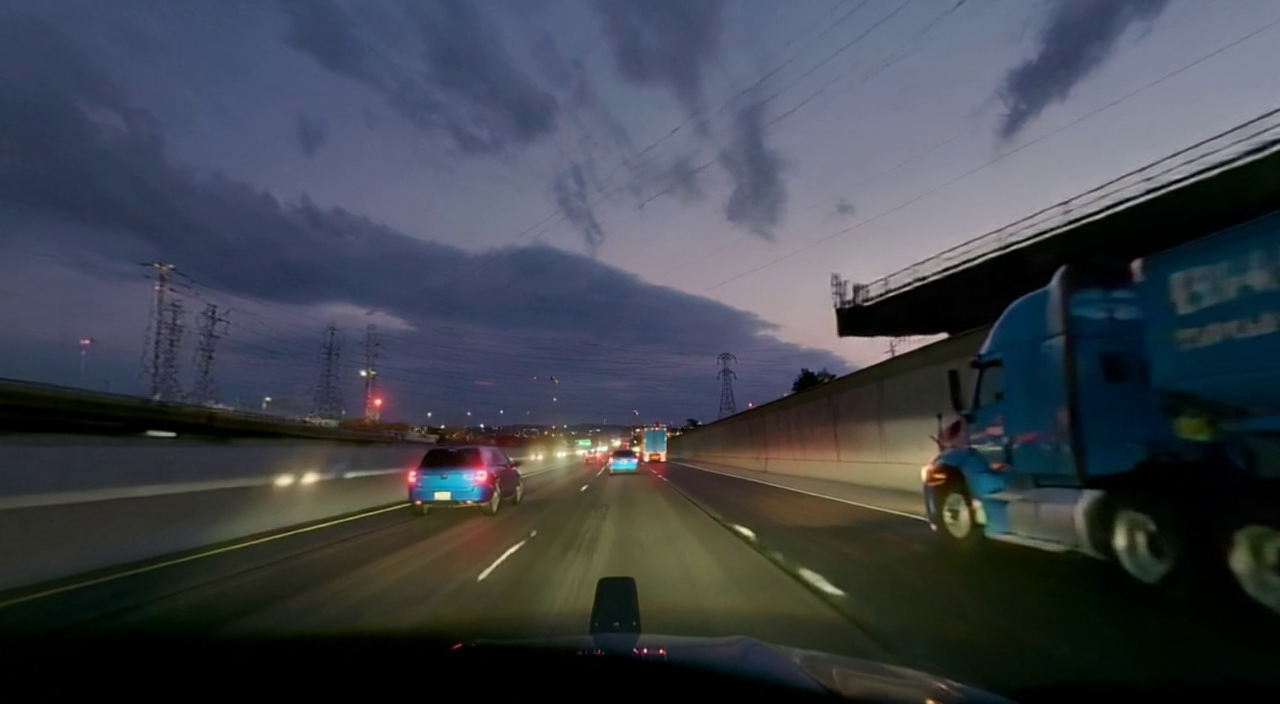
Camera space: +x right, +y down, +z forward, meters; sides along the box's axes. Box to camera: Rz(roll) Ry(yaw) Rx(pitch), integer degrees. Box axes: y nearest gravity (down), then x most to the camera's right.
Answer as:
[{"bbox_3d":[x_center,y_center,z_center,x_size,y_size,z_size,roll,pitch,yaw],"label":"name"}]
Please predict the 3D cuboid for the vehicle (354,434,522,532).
[{"bbox_3d":[-3.637,2.429,12.161,1.987,1.548,3.981,0,-9,-1],"label":"vehicle"}]

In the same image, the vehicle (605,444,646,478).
[{"bbox_3d":[-0.734,5.716,33.042,2.004,1.615,4.113,0,-9,-1],"label":"vehicle"}]
